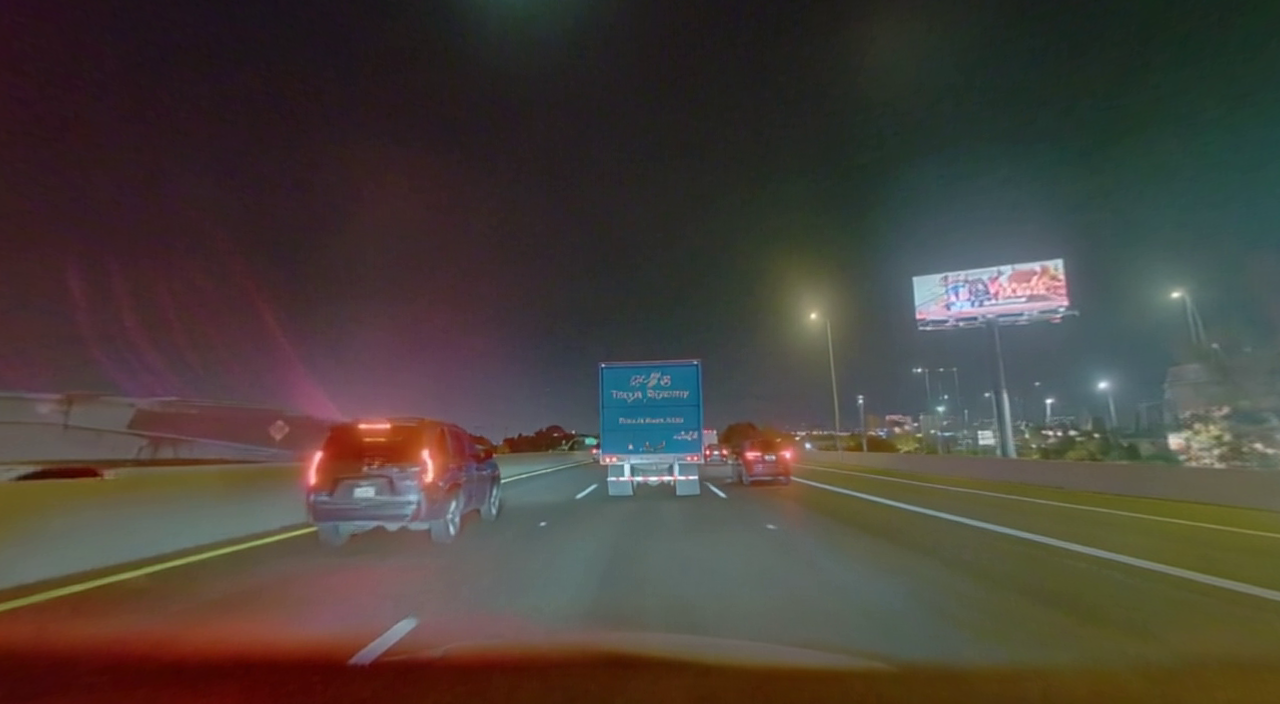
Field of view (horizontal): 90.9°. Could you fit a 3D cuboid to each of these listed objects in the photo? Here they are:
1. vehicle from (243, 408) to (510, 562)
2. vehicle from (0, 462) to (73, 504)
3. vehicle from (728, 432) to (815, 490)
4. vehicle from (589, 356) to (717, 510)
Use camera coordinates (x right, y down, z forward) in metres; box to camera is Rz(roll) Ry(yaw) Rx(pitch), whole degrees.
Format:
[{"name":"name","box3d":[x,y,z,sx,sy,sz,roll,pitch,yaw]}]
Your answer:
[{"name":"vehicle","box3d":[-3.596,1.898,9.732,2.133,1.808,4.349,0,-8,1]},{"name":"vehicle","box3d":[-27.033,5.559,26.810,1.816,1.581,4.070,-1,-8,6]},{"name":"vehicle","box3d":[4.286,3.618,21.256,1.986,1.718,4.296,0,-8,0]},{"name":"vehicle","box3d":[0.360,2.351,17.881,2.733,3.296,8.571,0,-8,1]}]
